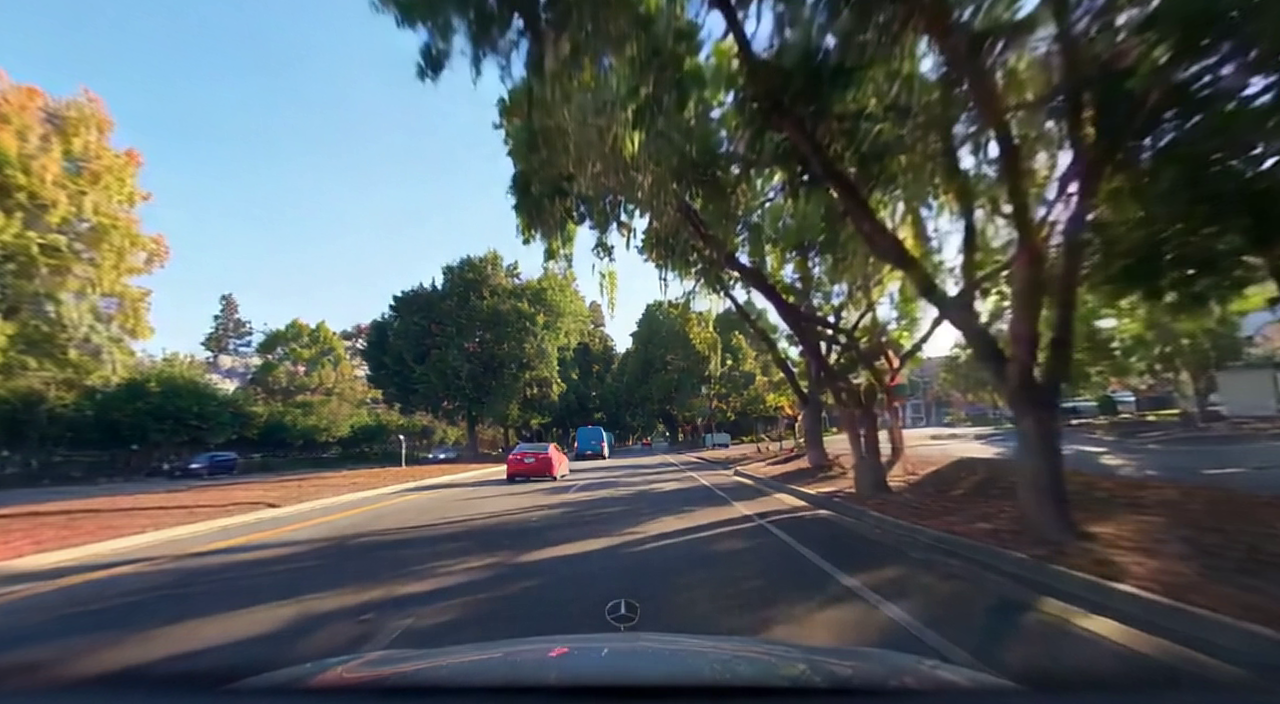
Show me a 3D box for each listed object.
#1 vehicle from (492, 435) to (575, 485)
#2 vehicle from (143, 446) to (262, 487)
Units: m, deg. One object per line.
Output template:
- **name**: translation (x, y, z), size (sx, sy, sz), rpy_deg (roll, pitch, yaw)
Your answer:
- **vehicle**: translation (-3.418, 3.540, 21.015), size (2.009, 1.473, 4.028), rpy_deg (0, -8, 1)
- **vehicle**: translation (-19.164, 4.992, 27.989), size (1.965, 1.636, 4.561), rpy_deg (0, -8, 1)
